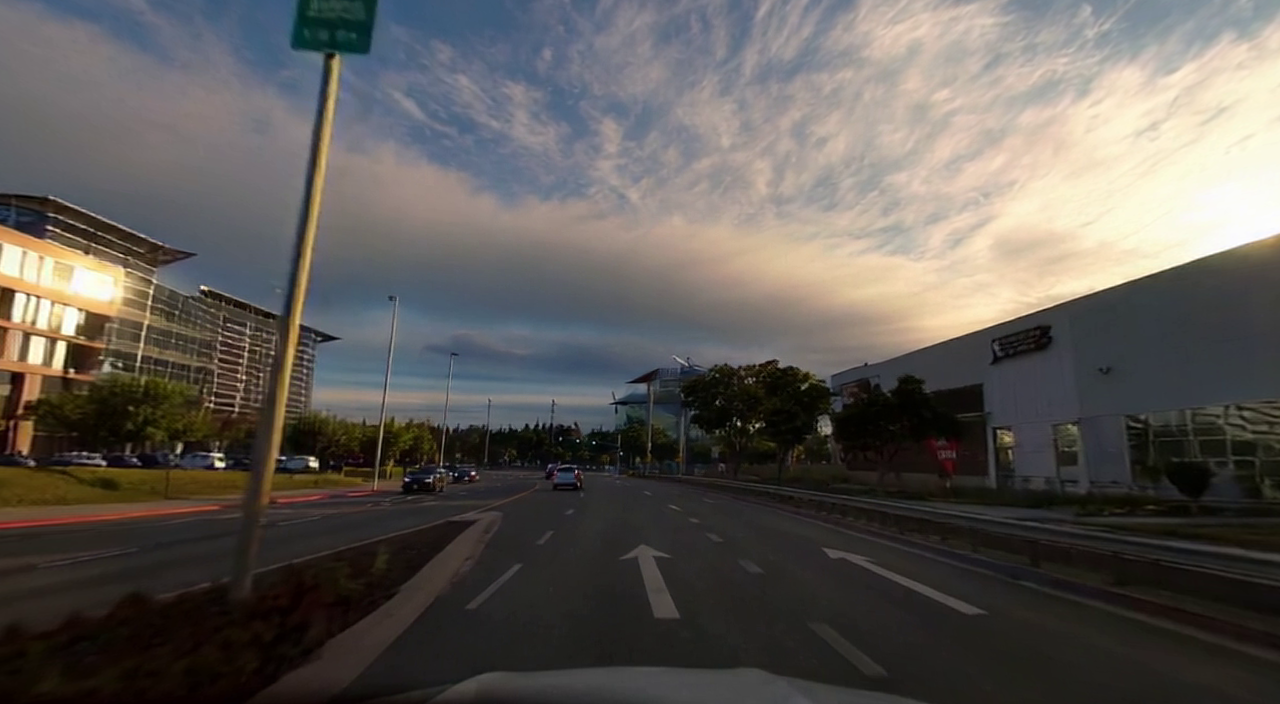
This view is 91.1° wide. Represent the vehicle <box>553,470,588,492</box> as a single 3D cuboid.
[{"bbox_3d":[-4.034,7.393,36.116,1.775,1.186,2.933,2,-11,-9],"label":"vehicle"}]
